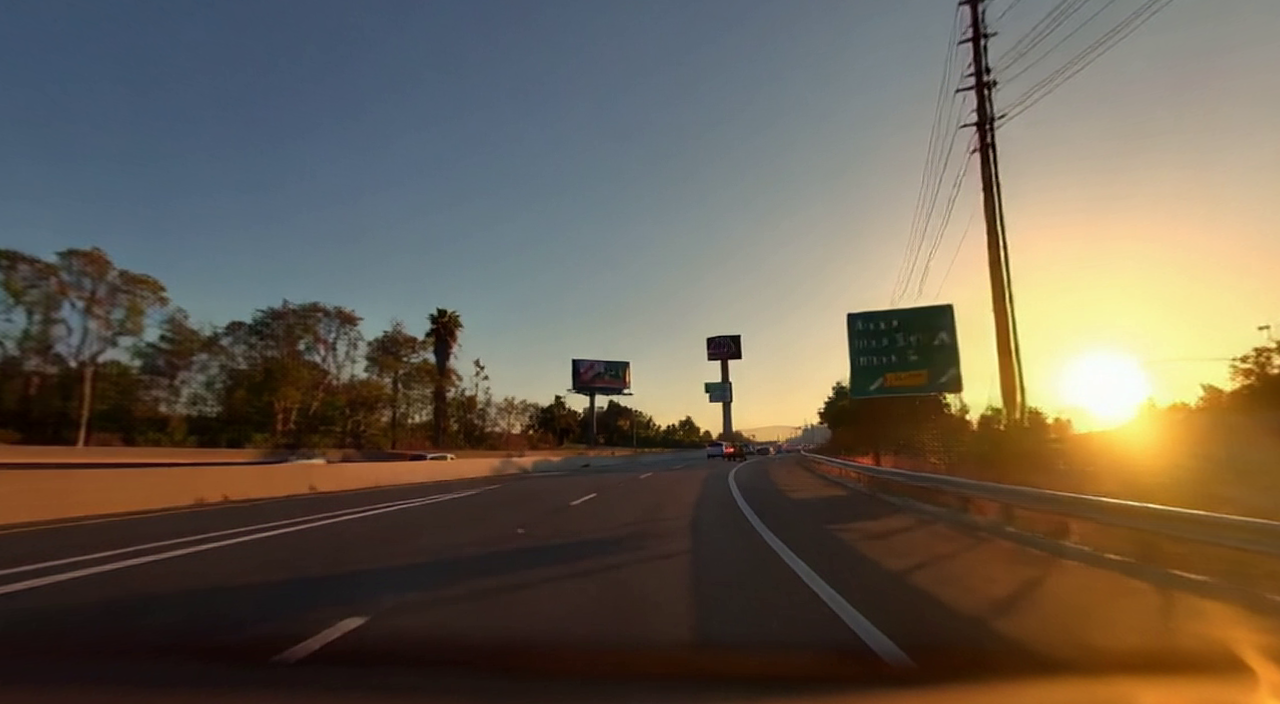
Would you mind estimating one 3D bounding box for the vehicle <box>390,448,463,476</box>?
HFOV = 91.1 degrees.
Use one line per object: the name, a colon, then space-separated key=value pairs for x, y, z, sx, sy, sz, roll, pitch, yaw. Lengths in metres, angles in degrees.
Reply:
vehicle: x=-14.300 y=7.368 z=42.310 sx=2.145 sy=1.717 sz=4.448 roll=-4 pitch=-9 yaw=23
